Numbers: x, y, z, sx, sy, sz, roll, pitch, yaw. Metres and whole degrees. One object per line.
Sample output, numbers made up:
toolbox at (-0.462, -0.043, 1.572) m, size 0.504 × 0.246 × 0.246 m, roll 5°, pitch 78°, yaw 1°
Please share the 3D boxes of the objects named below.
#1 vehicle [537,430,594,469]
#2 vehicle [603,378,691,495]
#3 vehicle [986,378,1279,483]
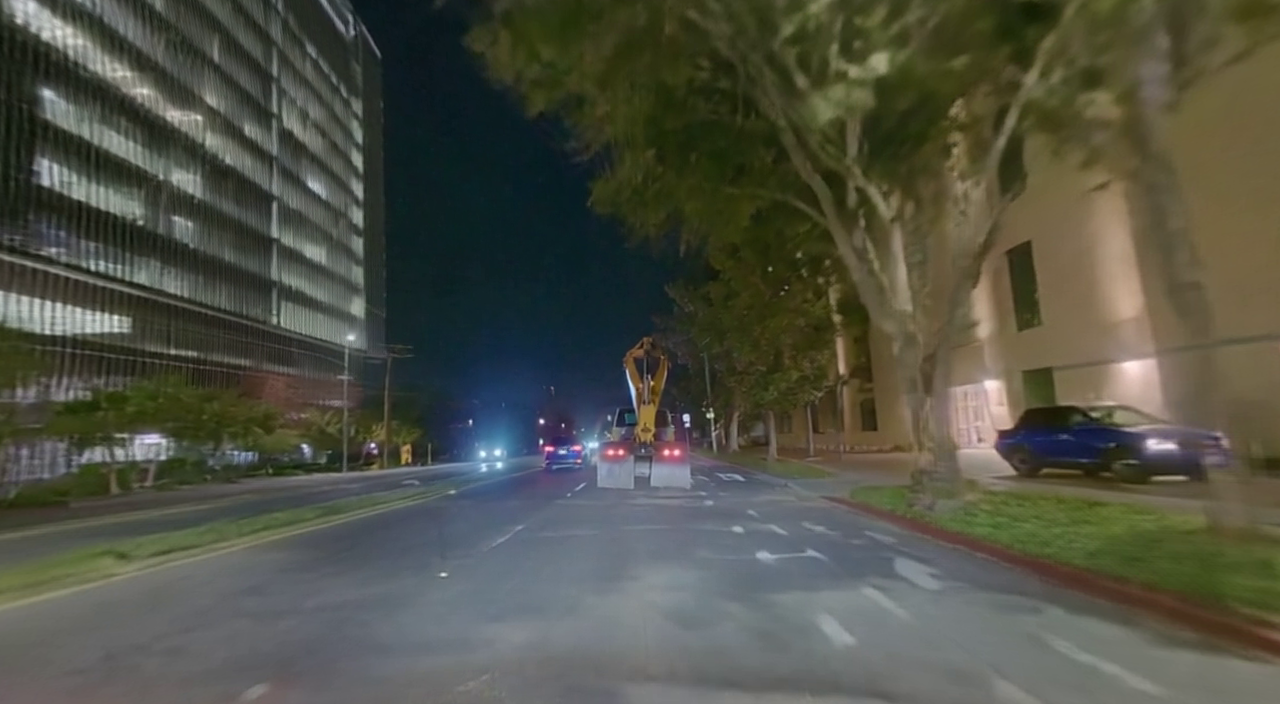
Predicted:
vehicle at (-3.431, 4.601, 29.835) m, size 2.081 × 1.688 × 4.235 m, roll -1°, pitch -8°, yaw 1°
vehicle at (0.080, 3.286, 24.567) m, size 2.552 × 3.461 × 11.044 m, roll -1°, pitch -8°, yaw -1°
vehicle at (10.190, 1.707, 13.568) m, size 2.186 × 1.783 × 4.716 m, roll -1°, pitch -8°, yaw -10°
